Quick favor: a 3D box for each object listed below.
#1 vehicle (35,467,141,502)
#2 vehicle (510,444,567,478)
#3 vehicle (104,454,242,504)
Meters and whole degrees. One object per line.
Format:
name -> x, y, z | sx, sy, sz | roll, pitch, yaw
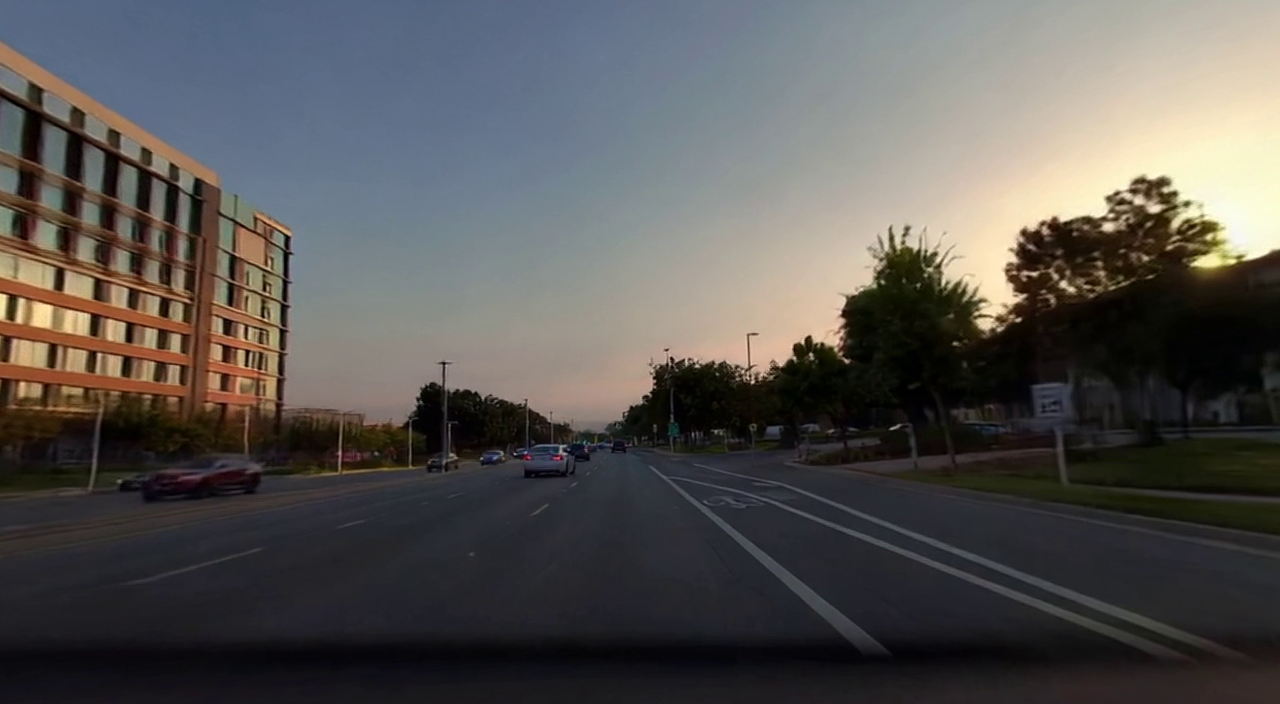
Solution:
vehicle -> -30.593, 7.329, 35.213 | 2.051, 1.598, 4.439 | 0, -8, -4
vehicle -> -4.673, 5.062, 29.751 | 2.025, 1.474, 4.292 | 0, -8, -1
vehicle -> -18.184, 4.930, 24.920 | 1.951, 1.679, 4.463 | 0, -8, 1
